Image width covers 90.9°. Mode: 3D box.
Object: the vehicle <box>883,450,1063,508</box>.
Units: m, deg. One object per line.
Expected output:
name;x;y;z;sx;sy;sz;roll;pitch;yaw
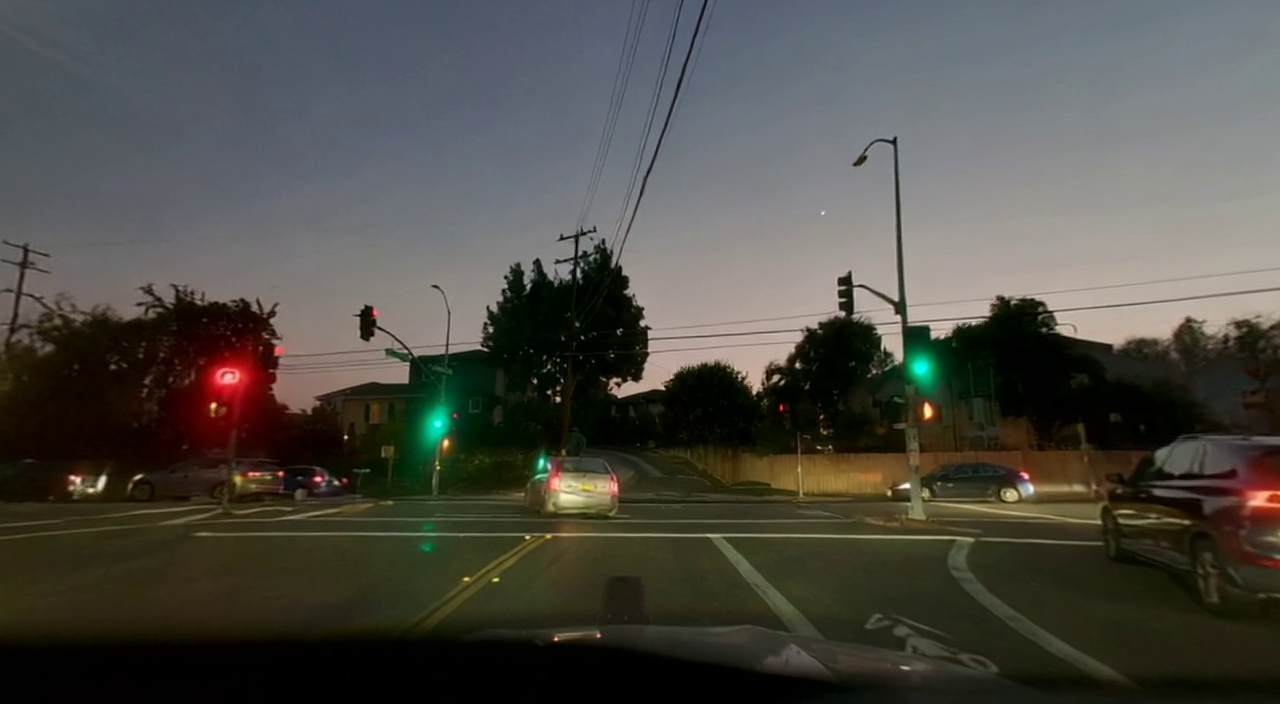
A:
vehicle;10.629;4.078;20.469;4.600;1.722;2.074;-1;-9;5

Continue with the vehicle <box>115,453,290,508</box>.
vehicle;-14.303;4.173;20.756;4.485;1.625;1.980;-1;-8;8

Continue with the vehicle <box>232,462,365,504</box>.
vehicle;-13.645;5.210;25.306;4.343;1.492;2.063;-2;-9;14

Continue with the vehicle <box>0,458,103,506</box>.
vehicle;-21.565;4.430;21.704;4.736;1.475;1.921;-1;-9;9

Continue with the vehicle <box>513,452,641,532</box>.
vehicle;-1.687;3.188;15.087;2.078;1.506;4.512;3;-9;-18

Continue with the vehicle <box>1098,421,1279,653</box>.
vehicle;6.361;1.595;6.034;1.969;1.738;4.515;-3;-9;21
